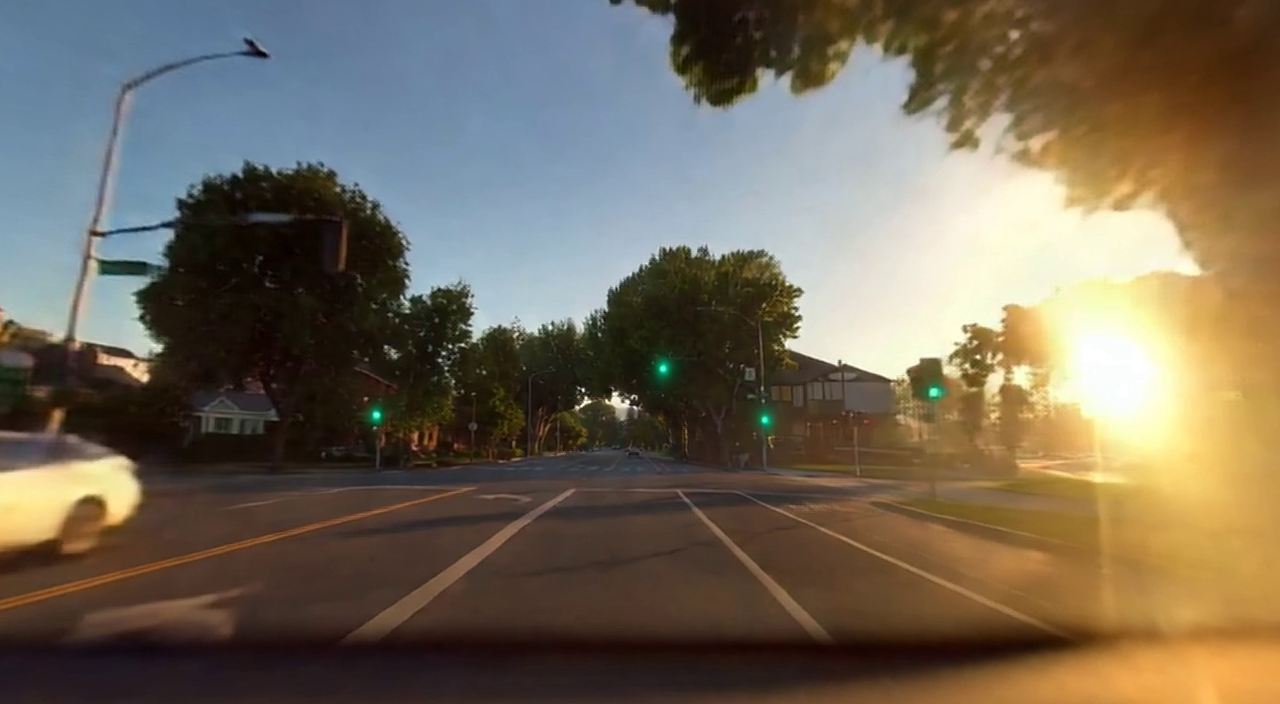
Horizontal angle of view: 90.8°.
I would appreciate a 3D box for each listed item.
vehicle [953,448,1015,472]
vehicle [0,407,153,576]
[{"bbox_3d":[26.565,8.323,48.788,3.878,1.462,1.783,5,-7,-5],"label":"vehicle"},{"bbox_3d":[-7.689,1.408,6.291,2.091,1.727,4.413,0,-8,0],"label":"vehicle"}]
